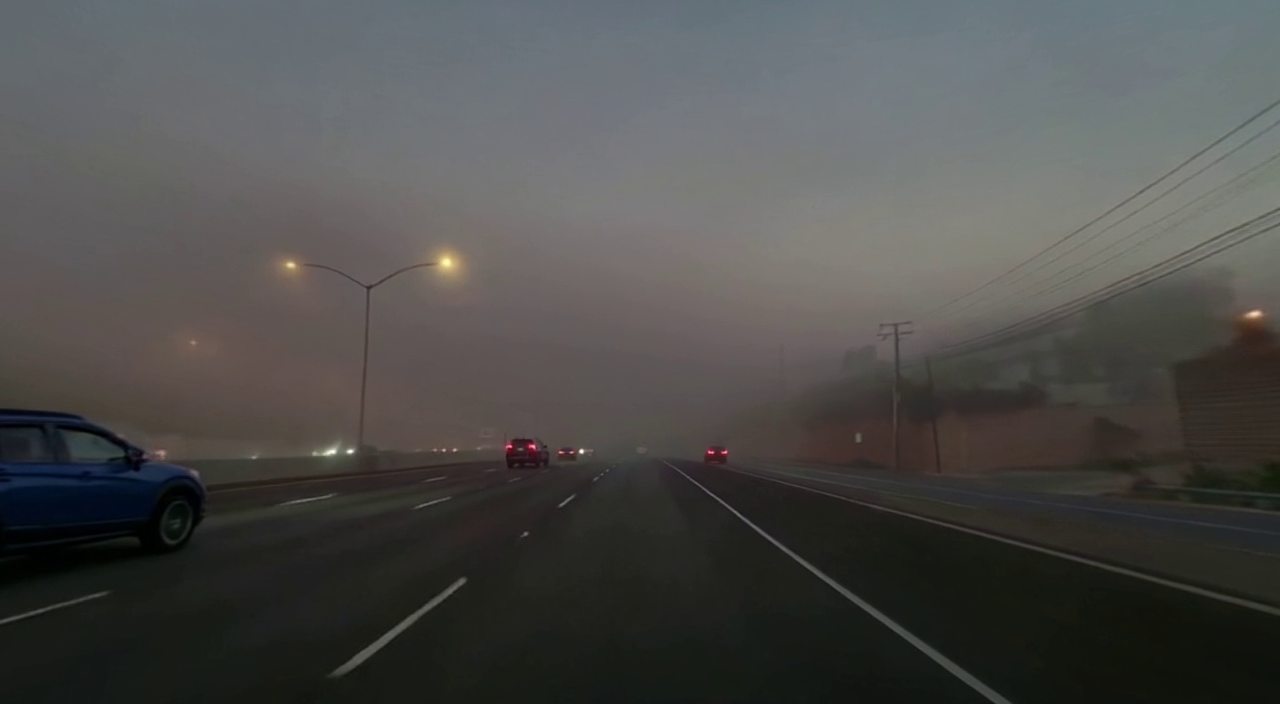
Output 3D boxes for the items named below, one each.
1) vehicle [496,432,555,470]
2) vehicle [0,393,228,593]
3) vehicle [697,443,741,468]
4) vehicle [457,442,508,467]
[{"bbox_3d":[-6.214,5.448,34.753,2.255,1.934,4.868,1,-9,1],"label":"vehicle"},{"bbox_3d":[-6.521,1.285,5.977,2.058,1.698,4.567,1,-9,0],"label":"vehicle"},{"bbox_3d":[5.096,6.726,41.107,2.251,1.520,4.550,1,-9,0],"label":"vehicle"},{"bbox_3d":[-9.953,6.503,40.095,2.042,1.485,4.395,1,-9,1],"label":"vehicle"}]
